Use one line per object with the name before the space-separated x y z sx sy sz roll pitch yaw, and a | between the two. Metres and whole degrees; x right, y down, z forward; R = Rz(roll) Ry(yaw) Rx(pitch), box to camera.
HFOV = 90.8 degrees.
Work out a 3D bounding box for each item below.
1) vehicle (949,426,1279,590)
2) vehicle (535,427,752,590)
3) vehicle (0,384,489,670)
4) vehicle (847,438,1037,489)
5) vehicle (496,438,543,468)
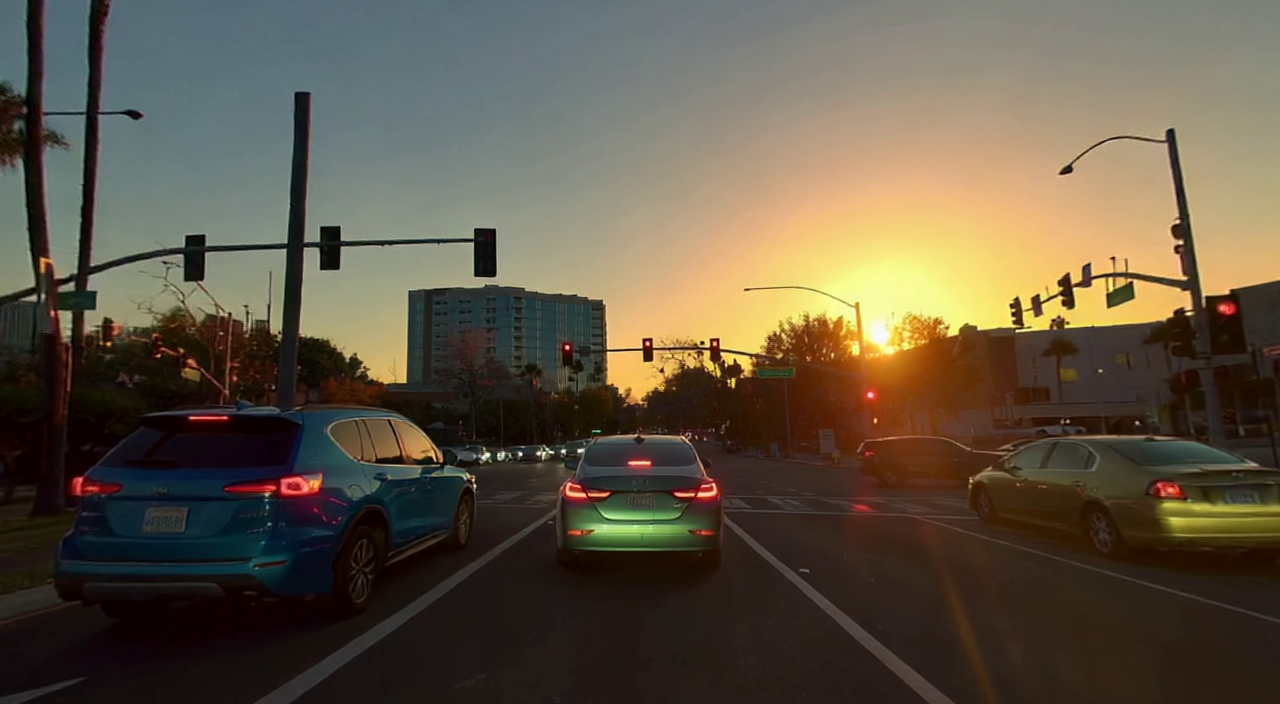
vehicle | 6.088 1.761 8.083 1.970 1.489 4.482 0 -8 -1
vehicle | 0.001 1.704 7.722 1.942 1.445 3.973 0 -8 -1
vehicle | -3.102 1.369 6.071 2.051 1.682 4.467 0 -8 2
vehicle | 9.214 3.429 19.586 4.891 1.477 1.910 0 -8 0
vehicle | -7.935 6.689 42.028 2.130 1.810 4.450 -2 -8 2
